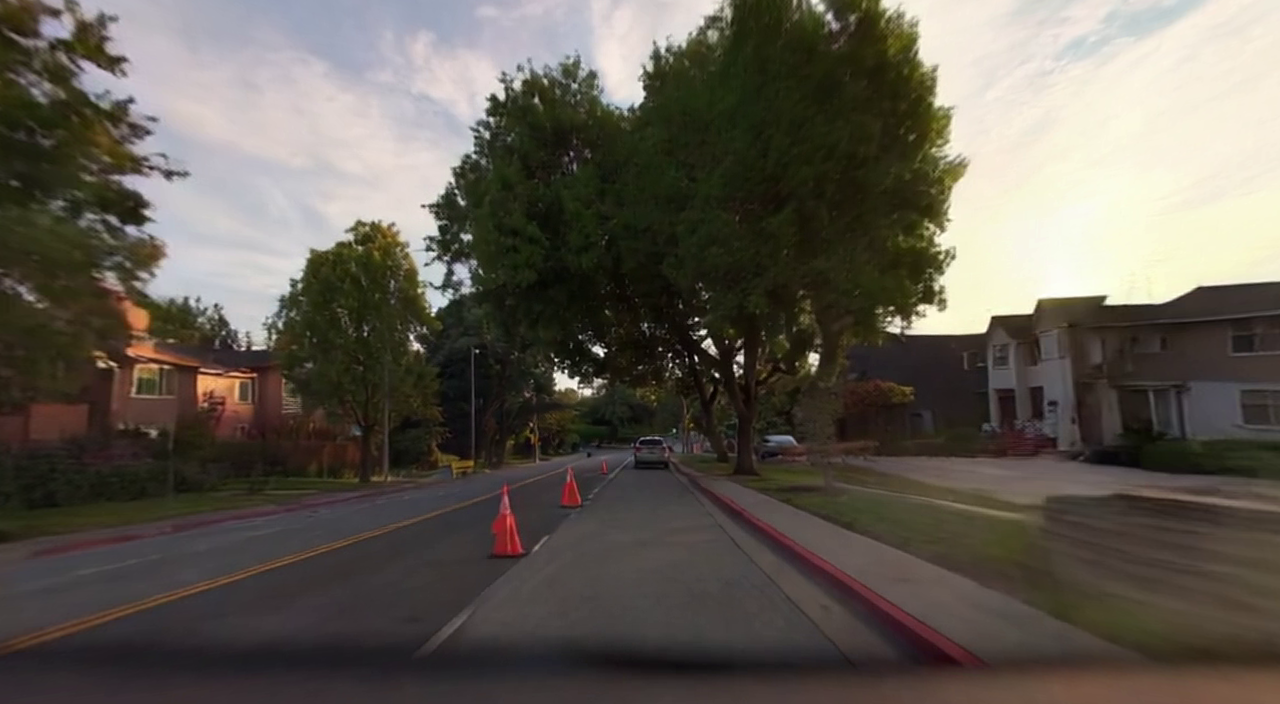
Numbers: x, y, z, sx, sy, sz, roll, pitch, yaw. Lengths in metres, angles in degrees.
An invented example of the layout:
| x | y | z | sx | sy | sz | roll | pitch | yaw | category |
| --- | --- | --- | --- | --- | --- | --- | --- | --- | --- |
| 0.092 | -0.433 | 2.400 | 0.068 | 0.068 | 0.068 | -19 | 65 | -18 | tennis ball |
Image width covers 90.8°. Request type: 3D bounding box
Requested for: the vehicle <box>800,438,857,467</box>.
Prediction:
| x | y | z | sx | sy | sz | roll | pitch | yaw | category |
| --- | --- | --- | --- | --- | --- | --- | --- | --- | --- |
| 10.551 | 5.649 | 35.580 | 1.698 | 1.548 | 2.969 | 4 | -9 | -17 | vehicle |

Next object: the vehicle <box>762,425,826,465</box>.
| x | y | z | sx | sy | sz | roll | pitch | yaw | category |
| --- | --- | --- | --- | --- | --- | --- | --- | --- | --- |
| 9.709 | 6.060 | 40.552 | 2.253 | 2.306 | 6.753 | 0 | -10 | -2 | vehicle |

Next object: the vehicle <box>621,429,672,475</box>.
| x | y | z | sx | sy | sz | roll | pitch | yaw | category |
| --- | --- | --- | --- | --- | --- | --- | --- | --- | --- |
| 0.206 | 4.817 | 30.558 | 2.169 | 2.015 | 5.206 | 0 | -9 | -2 | vehicle |
